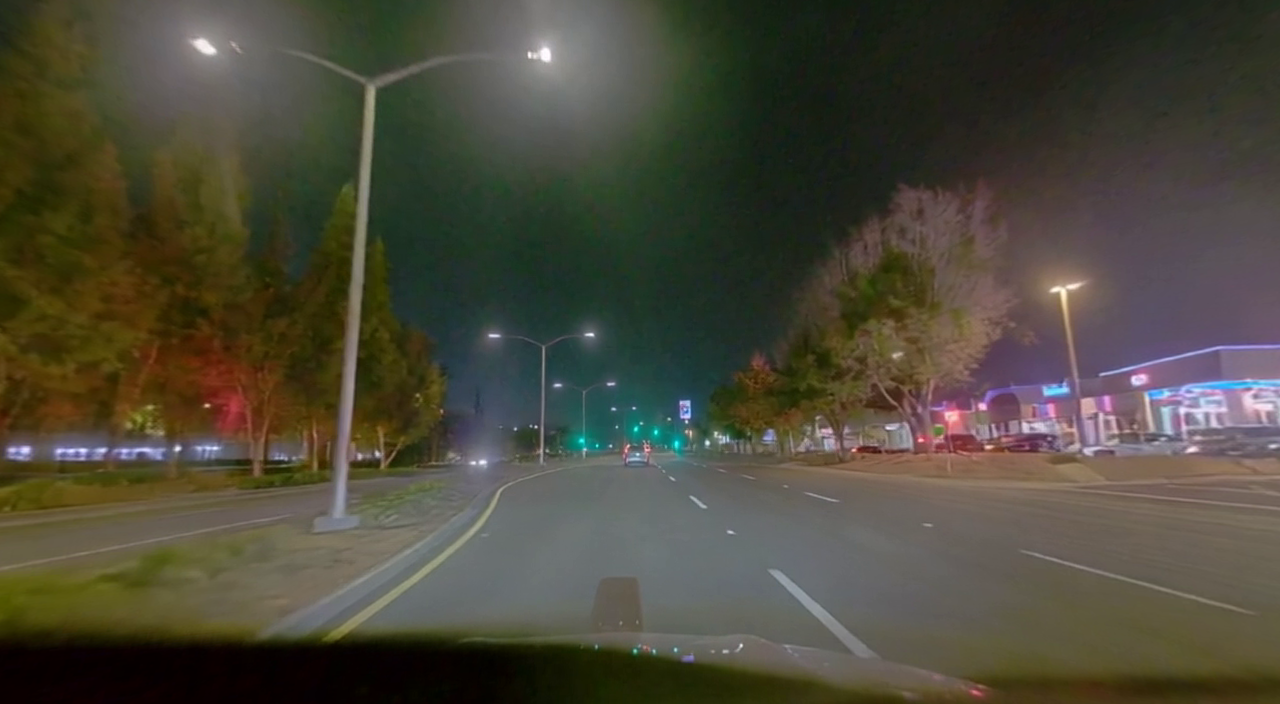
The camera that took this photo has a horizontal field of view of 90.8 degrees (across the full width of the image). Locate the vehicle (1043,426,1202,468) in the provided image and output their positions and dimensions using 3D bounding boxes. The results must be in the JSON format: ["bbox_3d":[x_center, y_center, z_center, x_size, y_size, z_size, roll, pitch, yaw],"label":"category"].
[{"bbox_3d":[19.939,3.952,26.282,4.758,1.677,2.154,0,-9,2],"label":"vehicle"}]

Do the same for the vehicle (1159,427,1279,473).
[{"bbox_3d":[20.696,3.298,21.360,4.396,1.450,1.956,-1,-9,4],"label":"vehicle"}]
